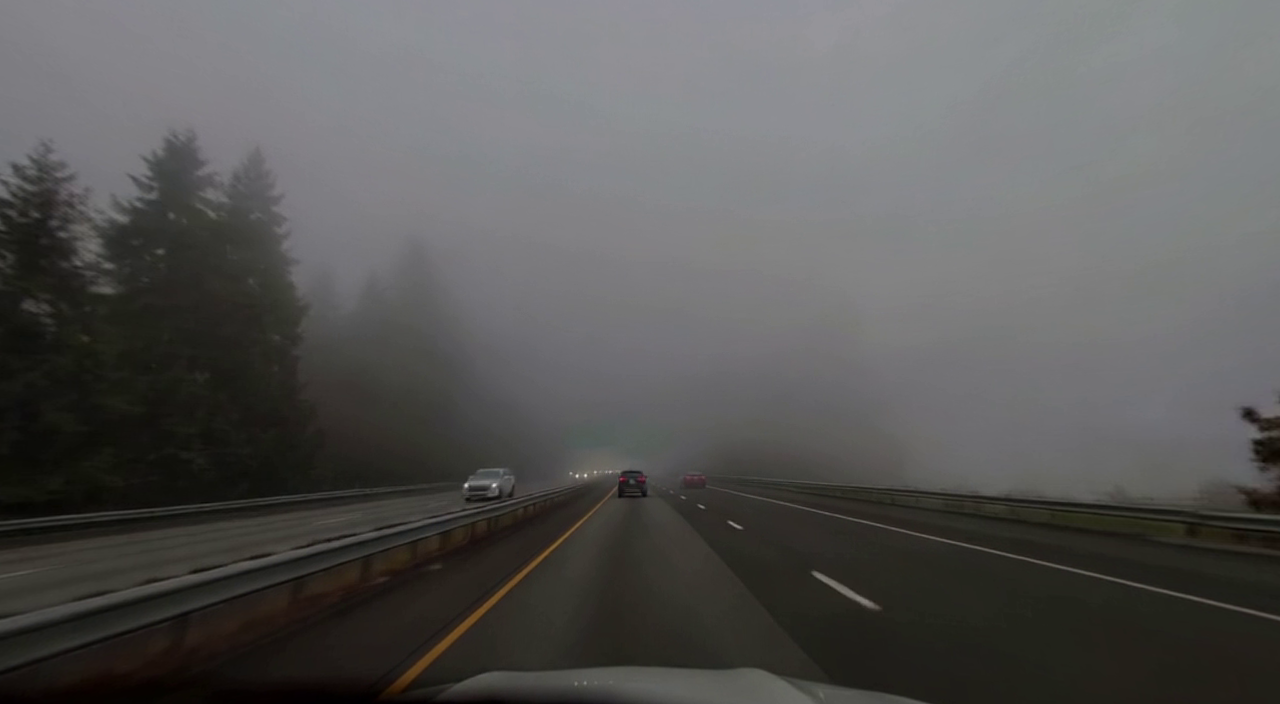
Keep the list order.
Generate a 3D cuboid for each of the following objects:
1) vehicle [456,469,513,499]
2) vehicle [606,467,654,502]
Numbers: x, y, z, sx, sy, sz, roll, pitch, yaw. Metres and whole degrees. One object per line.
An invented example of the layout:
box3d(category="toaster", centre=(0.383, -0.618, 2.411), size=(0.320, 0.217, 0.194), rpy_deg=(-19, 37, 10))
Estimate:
box3d(category="vehicle", centre=(-8.295, 7.066, 33.920), size=(1.970, 1.493, 3.879), rpy_deg=(0, -10, 1))
box3d(category="vehicle", centre=(-0.433, 6.094, 29.316), size=(2.060, 1.473, 3.726), rpy_deg=(1, -10, 0))
